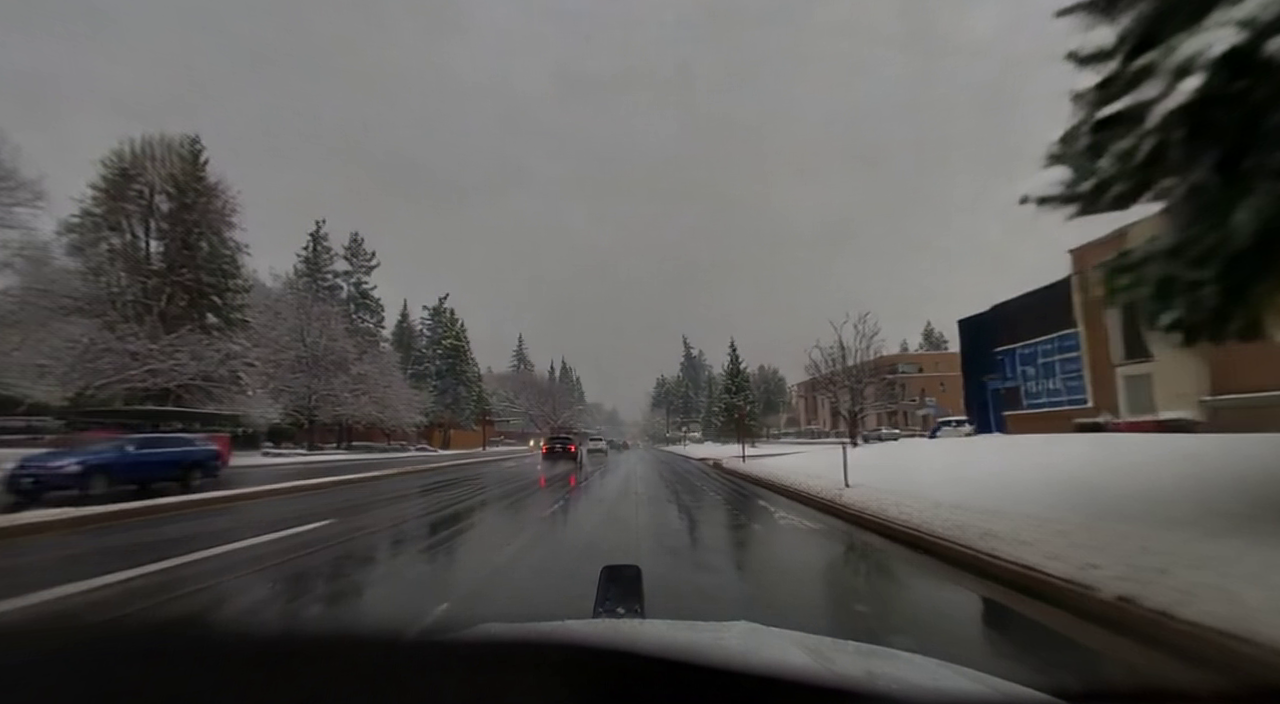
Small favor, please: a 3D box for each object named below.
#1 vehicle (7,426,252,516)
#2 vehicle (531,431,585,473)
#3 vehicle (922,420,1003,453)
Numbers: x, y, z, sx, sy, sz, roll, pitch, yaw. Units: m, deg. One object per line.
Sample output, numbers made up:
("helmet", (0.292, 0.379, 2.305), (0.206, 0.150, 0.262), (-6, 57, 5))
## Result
("vehicle", (-11.596, 2.695, 14.919), (2.040, 1.707, 4.522), (-2, -8, 0))
("vehicle", (-3.745, 4.635, 29.487), (1.959, 1.741, 4.141), (-1, -8, 0))
("vehicle", (17.659, 4.641, 34.874), (1.995, 1.554, 4.943), (-5, -8, 3))
